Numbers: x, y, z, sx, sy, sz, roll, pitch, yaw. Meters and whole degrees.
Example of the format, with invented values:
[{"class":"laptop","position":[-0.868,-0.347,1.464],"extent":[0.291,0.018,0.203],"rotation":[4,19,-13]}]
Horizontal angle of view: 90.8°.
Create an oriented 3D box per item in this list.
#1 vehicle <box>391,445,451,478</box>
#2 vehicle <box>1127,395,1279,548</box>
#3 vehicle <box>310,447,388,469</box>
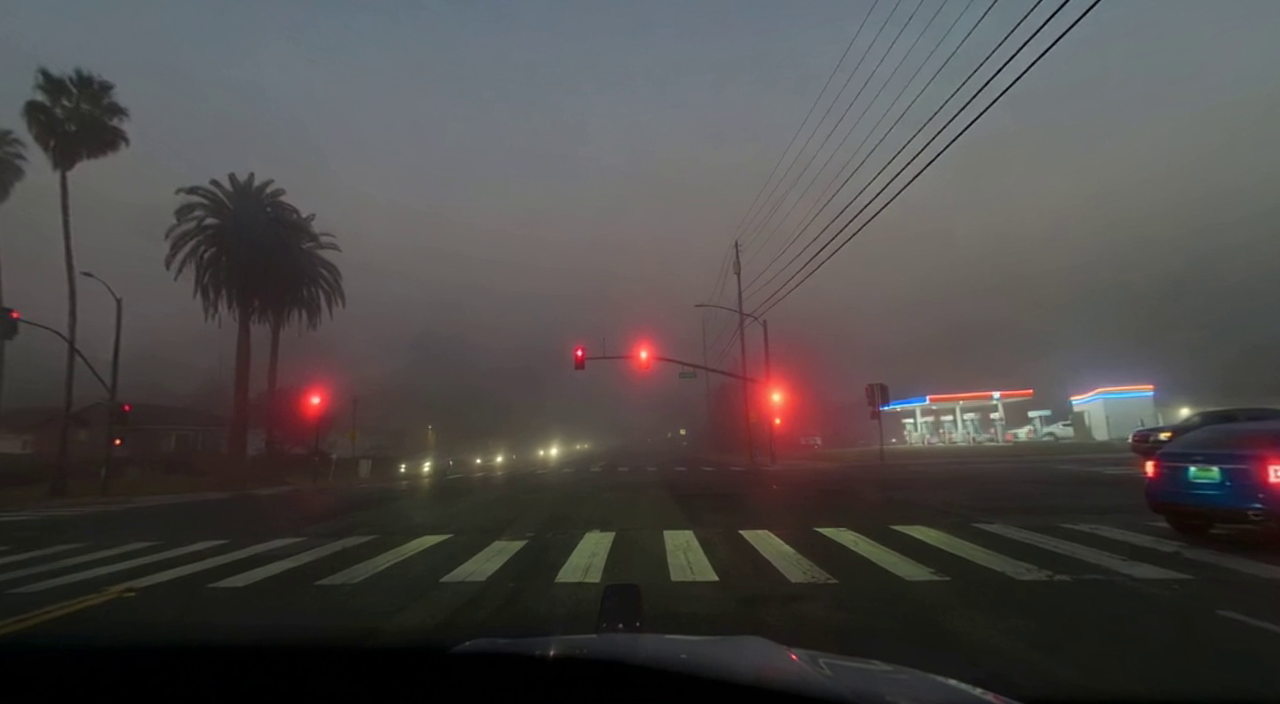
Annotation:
[{"class":"vehicle","position":[-12.976,6.485,37.745],"extent":[2.009,1.777,4.559],"rotation":[0,-9,-1]},{"class":"vehicle","position":[8.597,1.596,8.839],"extent":[2.299,1.732,4.146],"rotation":[-8,-12,42]},{"class":"vehicle","position":[-20.861,7.626,45.465],"extent":[4.672,1.469,1.816],"rotation":[0,-9,-2]}]
